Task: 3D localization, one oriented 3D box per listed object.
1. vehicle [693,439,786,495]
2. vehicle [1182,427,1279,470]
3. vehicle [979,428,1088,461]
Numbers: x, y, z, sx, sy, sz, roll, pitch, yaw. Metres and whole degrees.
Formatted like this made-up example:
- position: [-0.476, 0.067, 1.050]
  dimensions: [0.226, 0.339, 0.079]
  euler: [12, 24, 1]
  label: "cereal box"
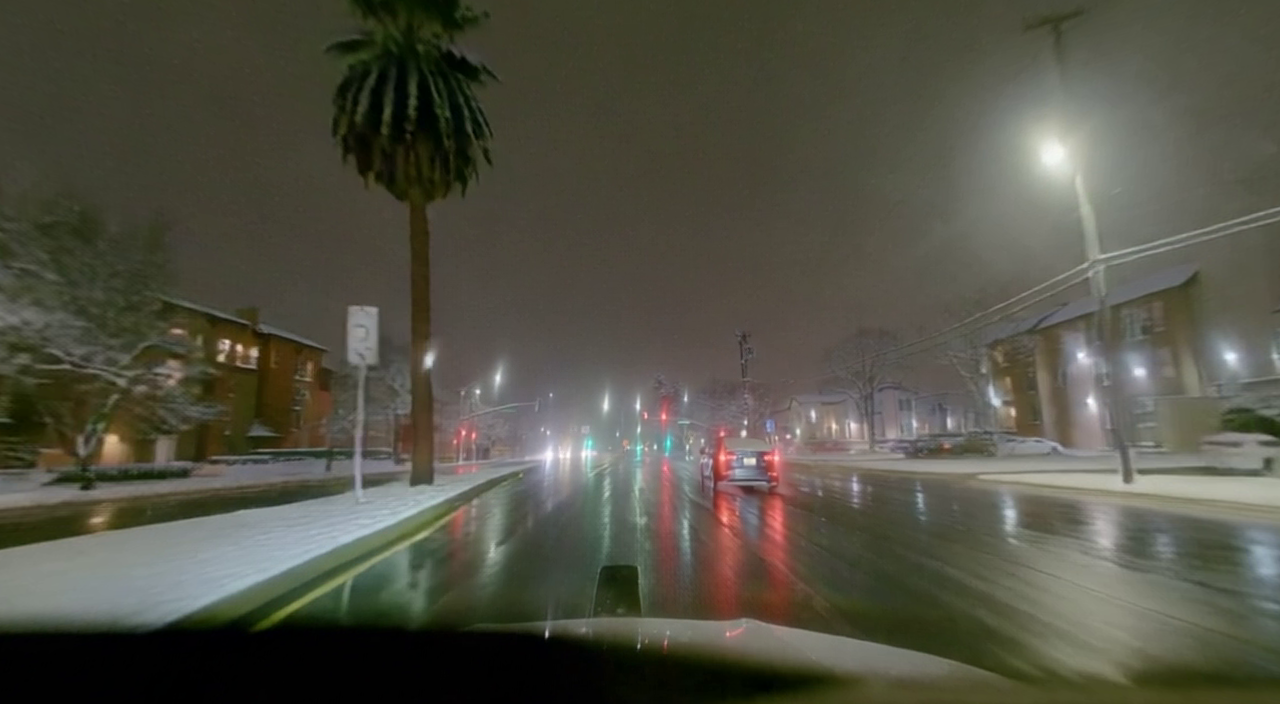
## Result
- position: [2.819, 3.359, 18.911]
  dimensions: [1.964, 1.448, 4.295]
  euler: [0, -8, -2]
  label: "vehicle"
- position: [22.185, 3.383, 22.235]
  dimensions: [4.472, 1.451, 1.842]
  euler: [0, -8, -1]
  label: "vehicle"
- position: [22.290, 5.241, 35.909]
  dimensions: [4.781, 1.600, 1.986]
  euler: [-3, -8, 1]
  label: "vehicle"
